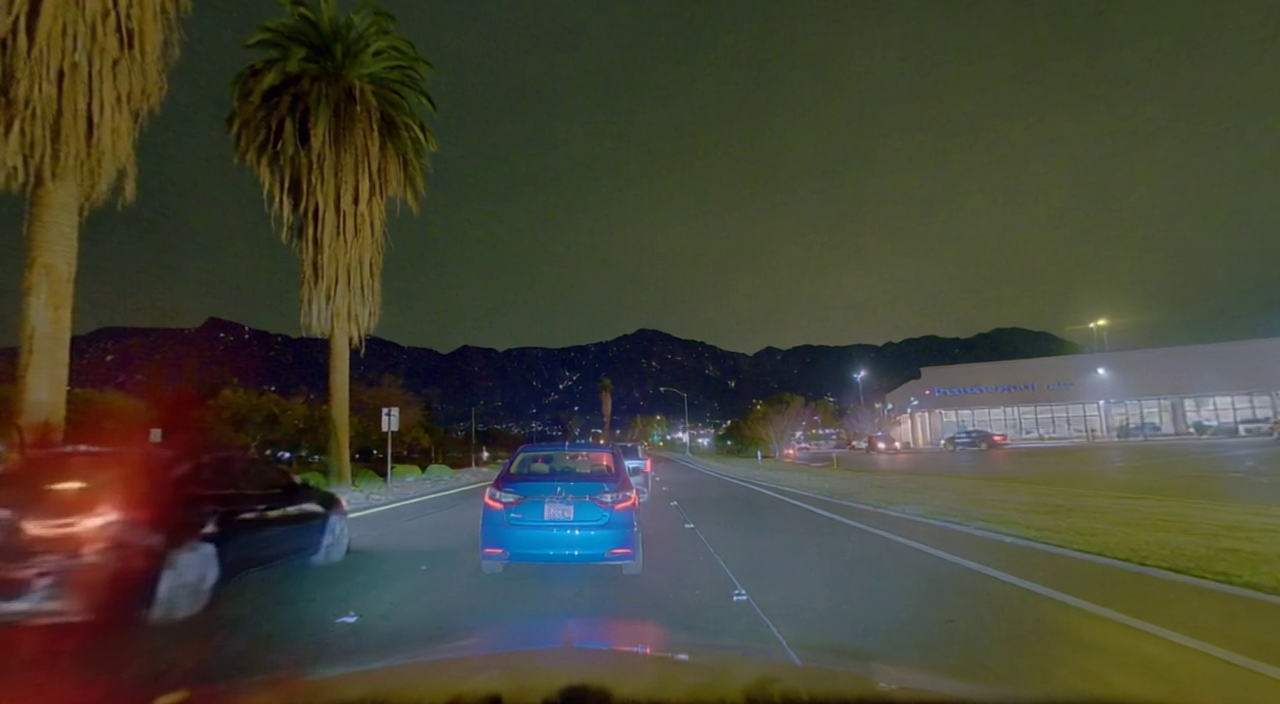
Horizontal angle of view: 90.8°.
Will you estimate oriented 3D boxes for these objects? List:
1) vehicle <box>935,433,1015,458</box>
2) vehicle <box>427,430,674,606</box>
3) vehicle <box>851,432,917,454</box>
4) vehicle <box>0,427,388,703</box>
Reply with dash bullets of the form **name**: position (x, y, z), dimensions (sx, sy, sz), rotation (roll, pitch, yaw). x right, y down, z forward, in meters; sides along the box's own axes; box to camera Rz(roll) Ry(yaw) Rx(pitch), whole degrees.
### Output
- **vehicle**: position (21.969, 6.116, 41.436), dimensions (4.640, 1.526, 1.961), rotation (3, -9, -22)
- **vehicle**: position (-0.821, 1.689, 7.347), dimensions (2.067, 1.459, 3.886), rotation (0, -8, -2)
- **vehicle**: position (19.201, 7.204, 49.814), dimensions (1.925, 1.652, 4.490), rotation (6, -10, -34)
- **vehicle**: position (-4.344, 1.510, 5.888), dimensions (1.964, 1.466, 5.009), rotation (0, -8, -1)
